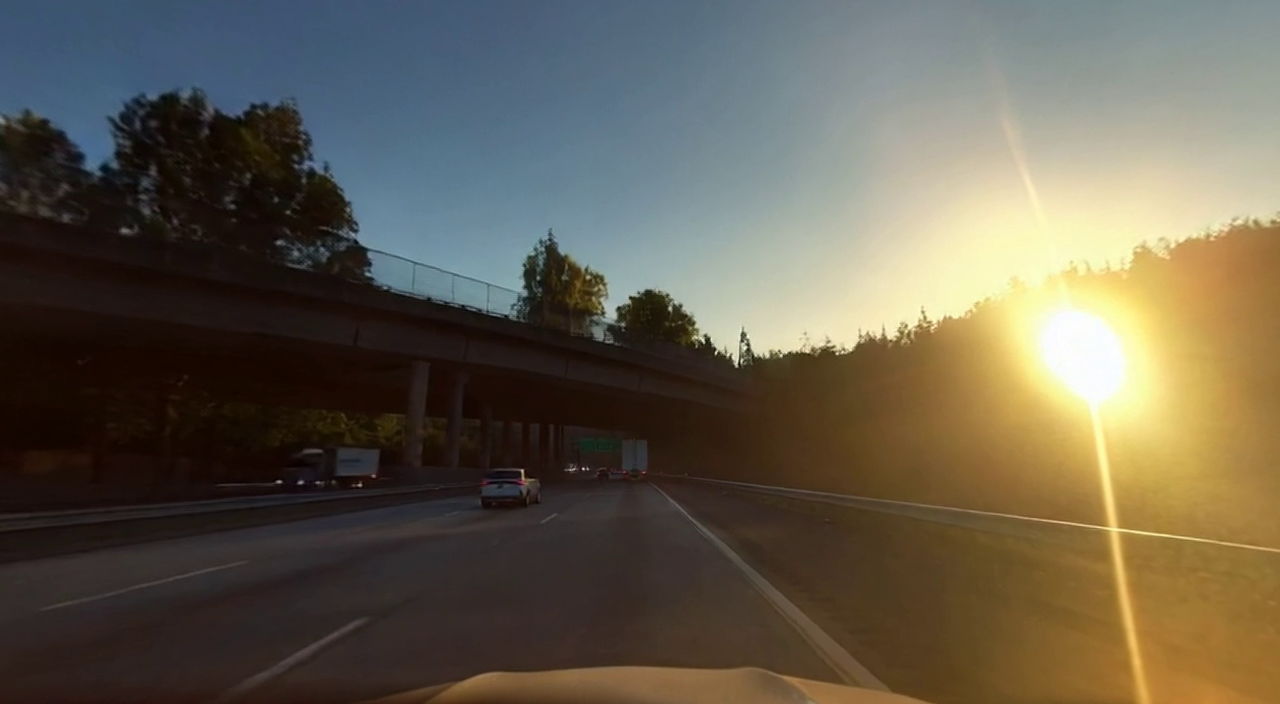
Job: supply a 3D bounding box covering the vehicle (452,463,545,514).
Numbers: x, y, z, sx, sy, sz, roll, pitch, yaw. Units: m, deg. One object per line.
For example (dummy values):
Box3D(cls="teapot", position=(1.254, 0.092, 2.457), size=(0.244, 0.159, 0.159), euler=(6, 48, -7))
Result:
Box3D(cls="vehicle", position=(-4.510, 4.456, 20.939), size=(1.950, 1.460, 4.812), euler=(1, -10, 0))
